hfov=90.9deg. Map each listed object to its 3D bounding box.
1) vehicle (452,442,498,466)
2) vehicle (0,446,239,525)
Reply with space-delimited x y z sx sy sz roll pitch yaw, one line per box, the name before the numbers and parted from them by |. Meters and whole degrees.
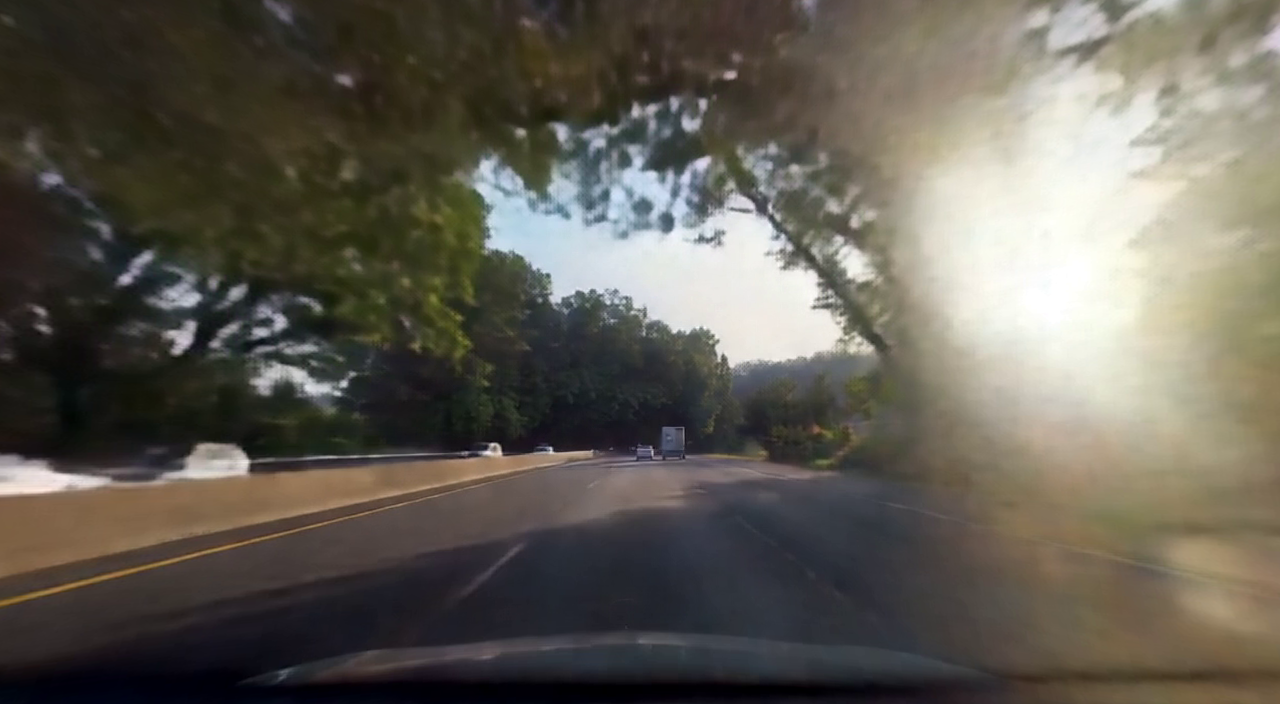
vehicle | -11.676 7.290 44.922 1.960 1.597 4.606 0 -9 1
vehicle | -11.497 2.881 14.192 1.962 1.480 4.417 0 -9 1
